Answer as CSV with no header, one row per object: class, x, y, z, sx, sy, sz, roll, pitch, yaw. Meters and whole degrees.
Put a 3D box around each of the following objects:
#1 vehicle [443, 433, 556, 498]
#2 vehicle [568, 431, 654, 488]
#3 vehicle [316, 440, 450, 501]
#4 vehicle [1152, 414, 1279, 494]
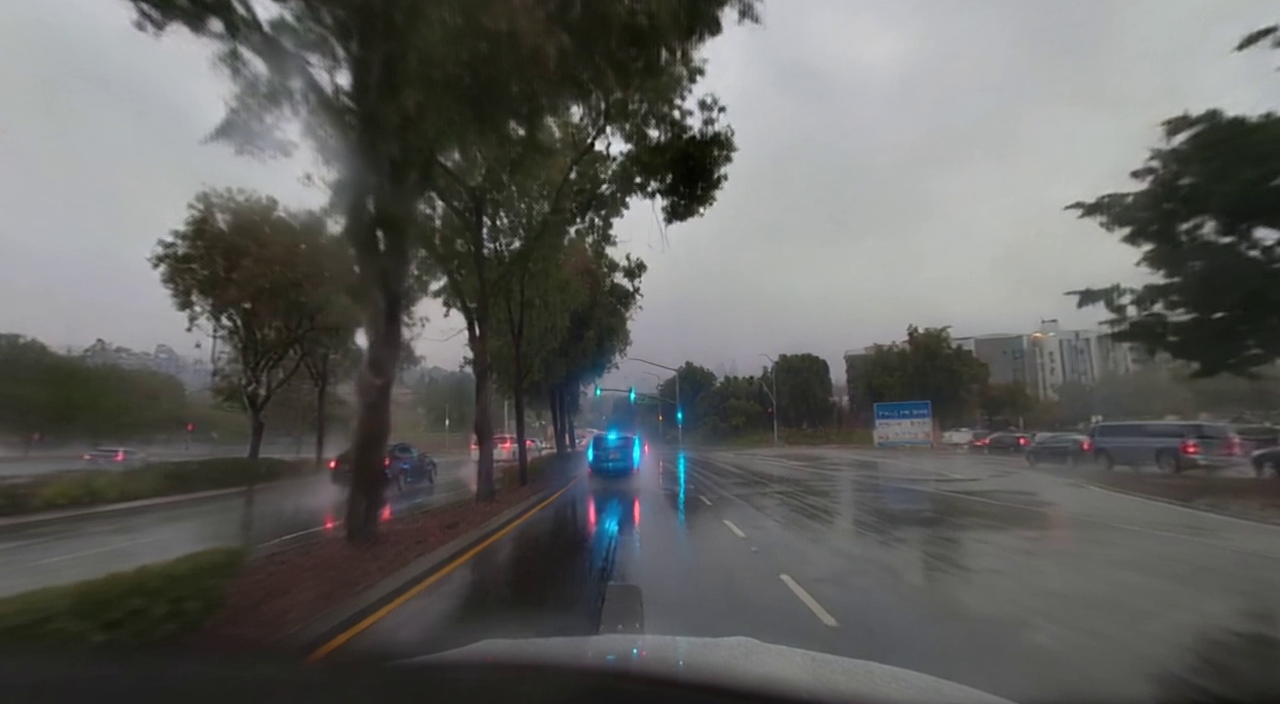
vehicle,-3.551,2.962,16.908,1.920,1.480,4.549,0,-8,1
vehicle,-0.778,3.136,18.762,2.231,1.481,4.489,0,-8,0
vehicle,-7.012,3.252,17.811,1.852,1.458,4.422,0,-8,1
vehicle,15.061,2.409,15.170,4.961,1.657,2.071,3,-9,-23
